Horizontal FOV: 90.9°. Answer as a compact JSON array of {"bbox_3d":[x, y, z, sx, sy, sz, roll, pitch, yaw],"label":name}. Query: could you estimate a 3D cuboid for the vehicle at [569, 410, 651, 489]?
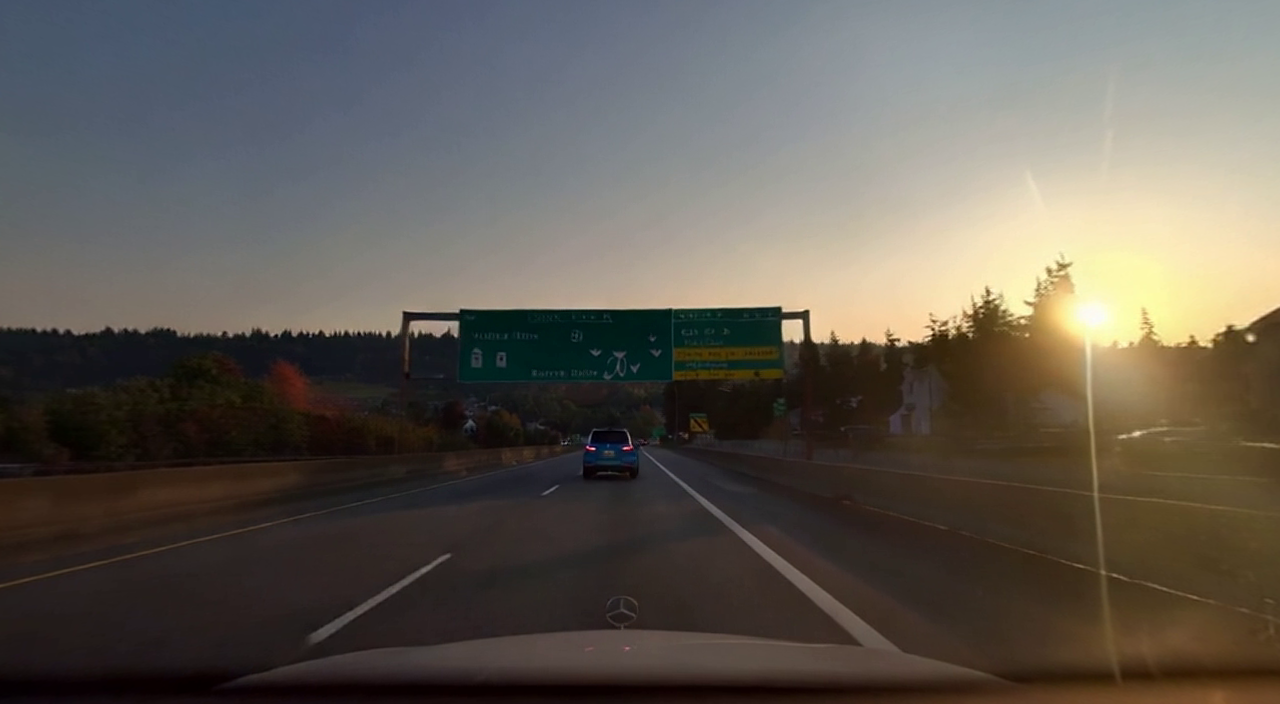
[{"bbox_3d":[-0.885,3.039,19.870,2.248,2.154,4.892,0,-8,-1],"label":"vehicle"}]
